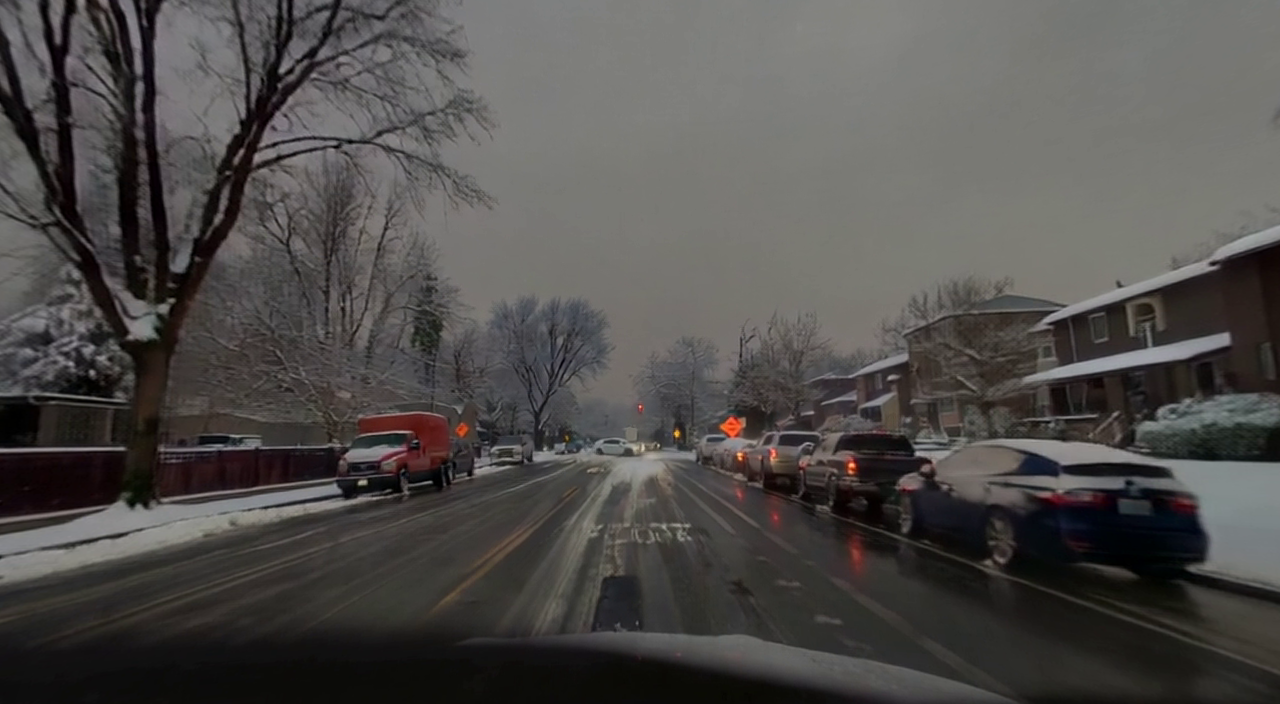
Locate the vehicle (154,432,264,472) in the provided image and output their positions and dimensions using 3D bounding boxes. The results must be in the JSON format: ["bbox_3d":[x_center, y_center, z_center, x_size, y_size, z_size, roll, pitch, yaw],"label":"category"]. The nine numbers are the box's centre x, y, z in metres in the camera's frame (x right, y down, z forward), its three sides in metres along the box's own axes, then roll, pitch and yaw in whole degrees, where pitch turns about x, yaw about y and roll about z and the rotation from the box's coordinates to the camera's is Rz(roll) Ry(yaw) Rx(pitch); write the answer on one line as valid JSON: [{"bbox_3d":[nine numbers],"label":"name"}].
[{"bbox_3d":[-23.552,5.465,34.518,4.491,2.031,2.045,-1,-8,0],"label":"vehicle"}]

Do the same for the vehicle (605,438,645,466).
[{"bbox_3d":[-0.802,5.688,36.003,2.151,1.481,4.084,0,-9,0],"label":"vehicle"}]

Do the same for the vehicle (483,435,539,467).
[{"bbox_3d":[-8.761,6.828,43.514,2.659,2.047,6.014,0,-9,-1],"label":"vehicle"}]

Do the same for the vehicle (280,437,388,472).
[{"bbox_3d":[-16.527,5.538,34.177,4.779,1.823,1.964,0,-9,0],"label":"vehicle"}]

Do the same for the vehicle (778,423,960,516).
[{"bbox_3d":[4.769,2.546,14.107,2.225,1.715,4.755,0,-9,-1],"label":"vehicle"}]

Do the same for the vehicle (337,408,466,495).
[{"bbox_3d":[-7.907,3.347,21.436,2.526,2.631,4.228,0,-9,2],"label":"vehicle"}]

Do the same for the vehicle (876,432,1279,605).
[{"bbox_3d":[4.719,1.762,7.664,1.912,1.463,4.477,0,-9,0],"label":"vehicle"}]
